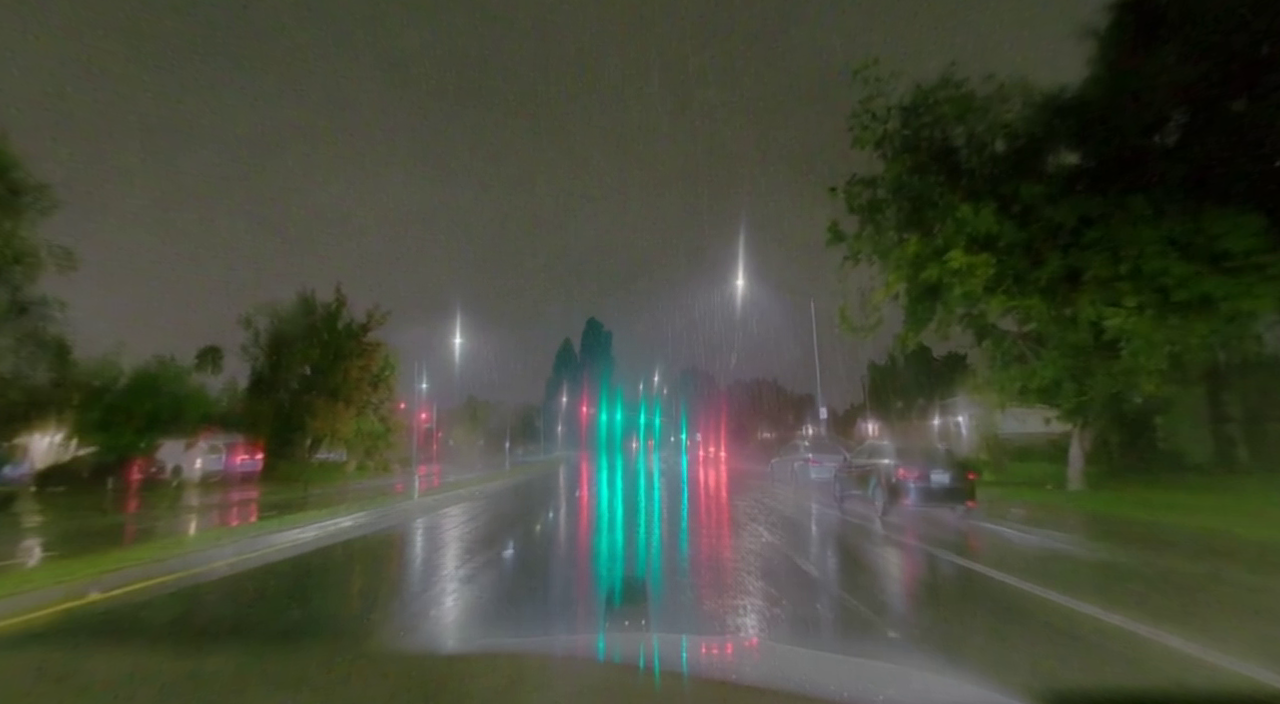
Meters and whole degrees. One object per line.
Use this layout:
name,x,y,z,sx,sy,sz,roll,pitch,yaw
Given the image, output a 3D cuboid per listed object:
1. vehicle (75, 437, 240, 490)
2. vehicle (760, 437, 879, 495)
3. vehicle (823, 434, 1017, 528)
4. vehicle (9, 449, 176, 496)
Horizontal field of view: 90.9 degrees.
vehicle,-19.525,4.509,25.666,4.852,2.017,2.342,-1,-9,4
vehicle,5.234,3.375,19.158,1.997,1.521,4.747,0,-9,-3
vehicle,5.116,2.393,12.262,1.895,1.487,4.176,0,-9,1
vehicle,-19.325,4.254,22.406,4.145,1.555,1.901,0,-8,1
